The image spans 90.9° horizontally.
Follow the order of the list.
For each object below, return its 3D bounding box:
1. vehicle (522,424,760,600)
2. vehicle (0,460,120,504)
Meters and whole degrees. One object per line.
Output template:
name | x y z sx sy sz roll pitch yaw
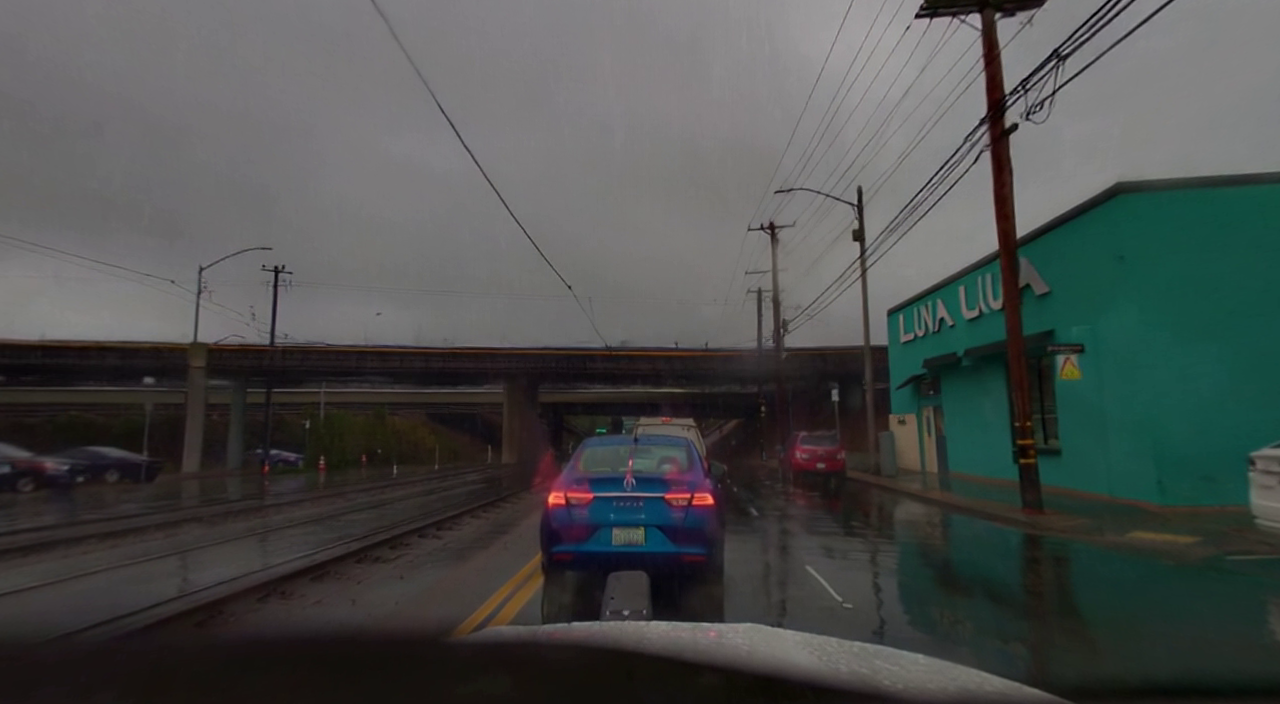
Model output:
vehicle | 0.094 1.712 7.622 2.090 1.518 4.033 -1 -9 3
vehicle | -21.928 4.686 22.845 4.566 1.453 1.935 -1 -9 5
